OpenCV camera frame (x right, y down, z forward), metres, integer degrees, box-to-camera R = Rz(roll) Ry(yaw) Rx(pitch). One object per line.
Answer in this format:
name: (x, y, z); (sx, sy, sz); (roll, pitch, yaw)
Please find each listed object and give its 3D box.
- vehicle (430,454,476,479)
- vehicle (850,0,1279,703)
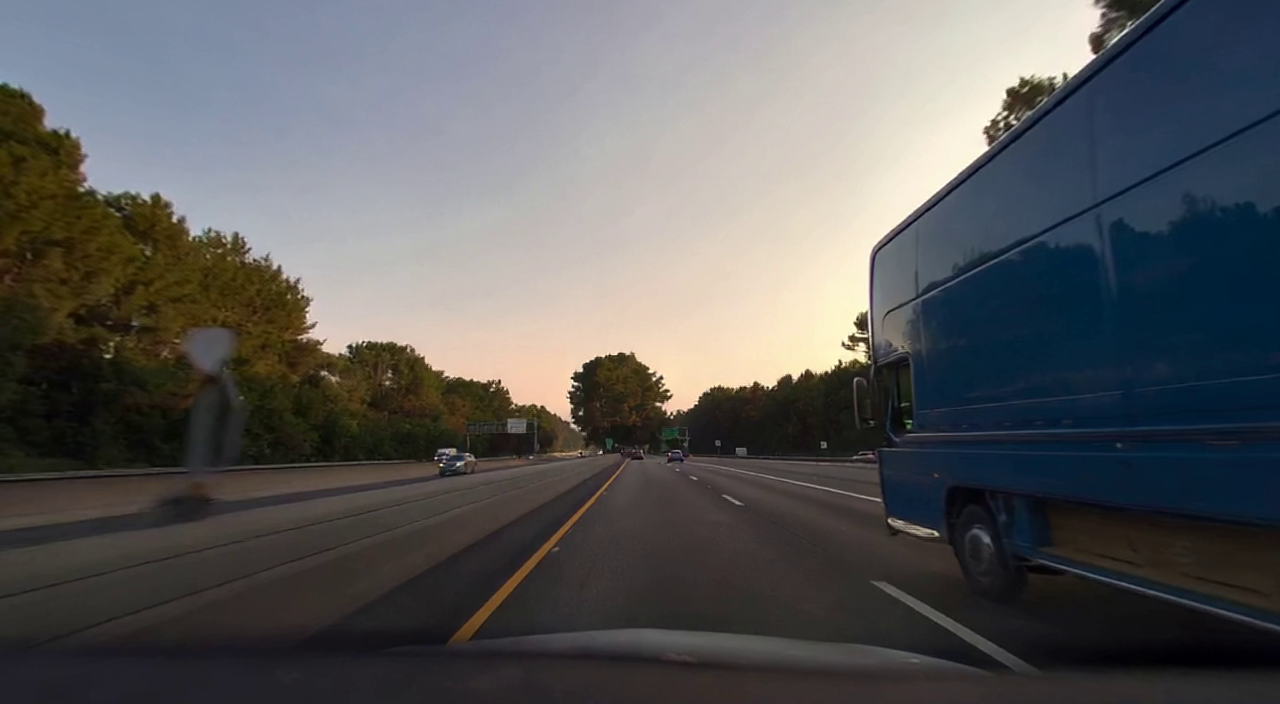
vehicle: (-12.488, 7.644, 42.360); (1.838, 1.582, 3.879); (0, -9, 0)
vehicle: (4.076, 0.086, 4.343); (3.012, 3.933, 6.192); (0, -9, 0)
